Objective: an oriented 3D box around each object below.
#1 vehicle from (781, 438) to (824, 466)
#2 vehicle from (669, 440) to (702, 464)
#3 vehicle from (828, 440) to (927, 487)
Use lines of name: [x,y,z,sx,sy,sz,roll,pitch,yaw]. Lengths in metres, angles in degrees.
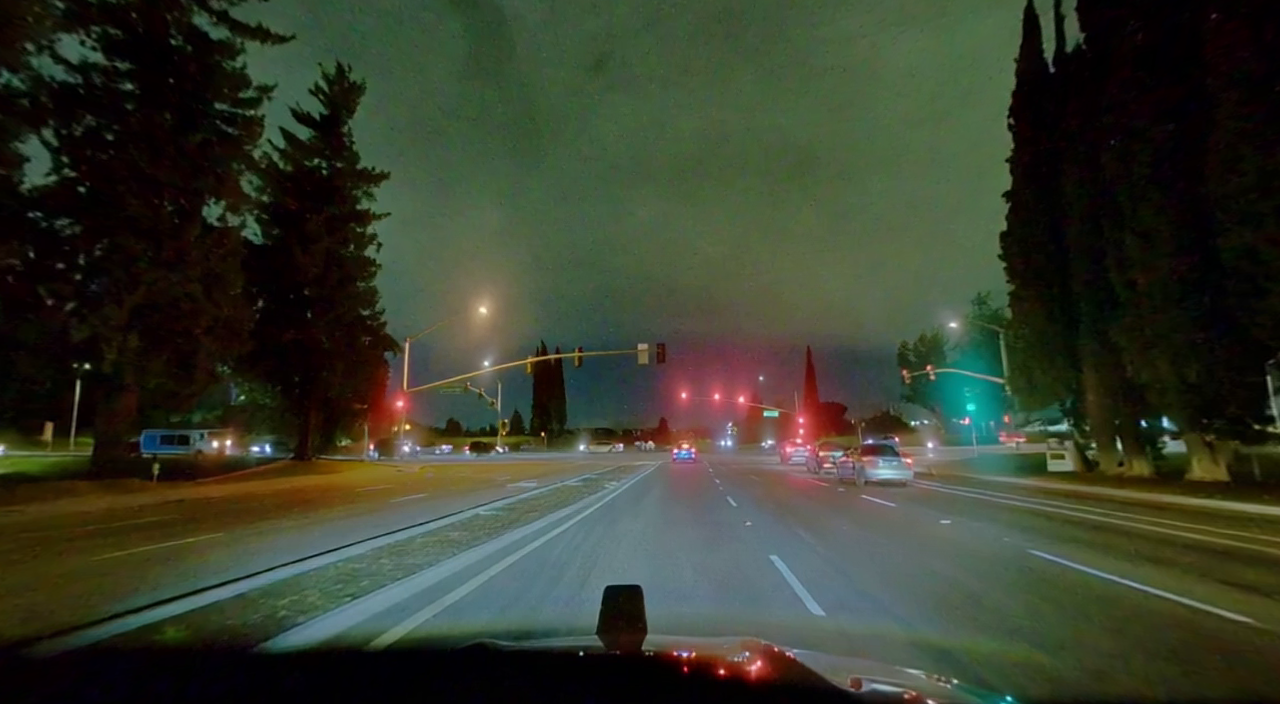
vehicle: [9.830,6.048,38.444,1.901,1.577,4.348,-1,-8,6]
vehicle: [2.940,6.530,41.302,2.041,1.485,3.813,-1,-8,4]
vehicle: [8.228,3.890,22.369,1.947,1.478,4.731,-1,-8,4]
